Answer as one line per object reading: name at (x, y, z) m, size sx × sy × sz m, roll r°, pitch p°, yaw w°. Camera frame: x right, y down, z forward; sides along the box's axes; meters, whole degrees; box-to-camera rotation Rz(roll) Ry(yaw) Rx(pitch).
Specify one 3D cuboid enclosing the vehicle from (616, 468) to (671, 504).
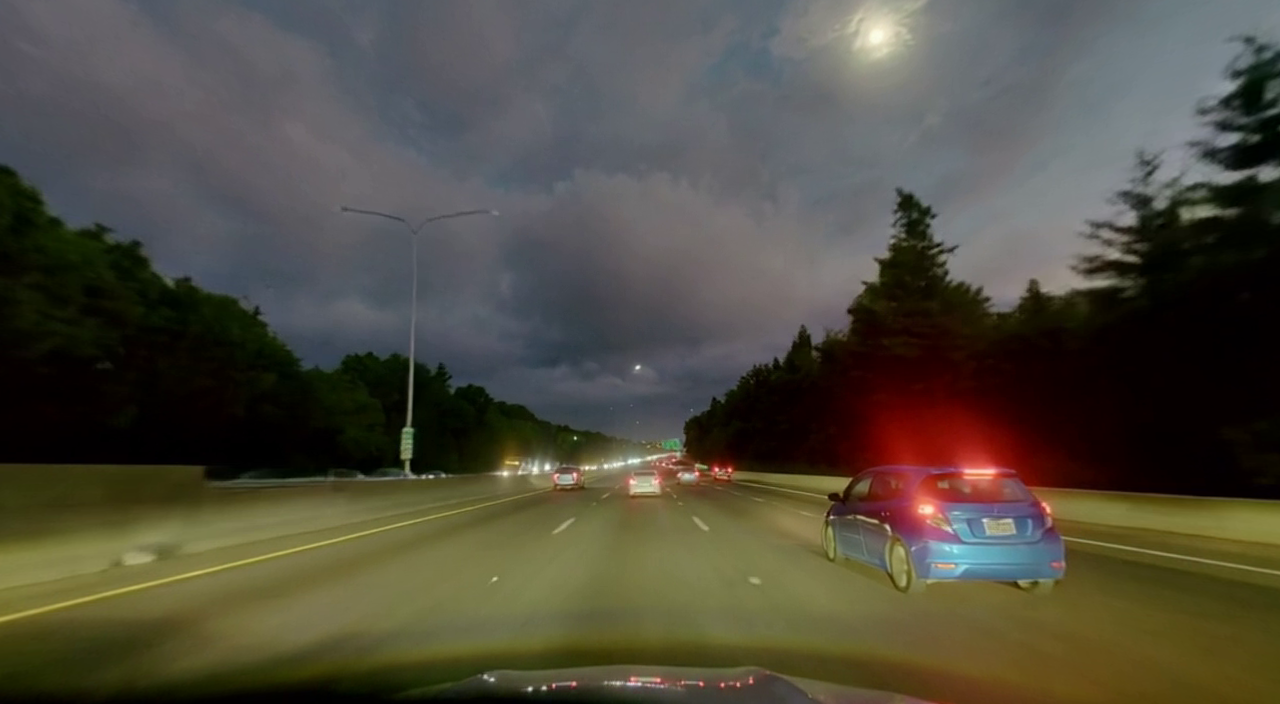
vehicle at (0.152, 5.835, 27.709) m, size 2.241 × 1.425 × 3.973 m, roll 1°, pitch -10°, yaw 0°

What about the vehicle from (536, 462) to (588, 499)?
vehicle at (-3.910, 6.510, 32.179) m, size 2.021 × 1.706 × 4.247 m, roll 0°, pitch -10°, yaw 1°

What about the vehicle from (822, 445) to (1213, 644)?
vehicle at (3.615, 1.910, 7.062) m, size 1.938 × 1.561 × 3.786 m, roll 1°, pitch -10°, yaw -1°

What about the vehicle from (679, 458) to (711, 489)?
vehicle at (4.146, 9.195, 47.767) m, size 2.030 × 2.172 × 3.621 m, roll 1°, pitch -10°, yaw -1°

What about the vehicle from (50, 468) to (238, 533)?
vehicle at (-12.478, 3.722, 16.208) m, size 1.767 × 1.415 × 3.665 m, roll 1°, pitch -10°, yaw 1°
